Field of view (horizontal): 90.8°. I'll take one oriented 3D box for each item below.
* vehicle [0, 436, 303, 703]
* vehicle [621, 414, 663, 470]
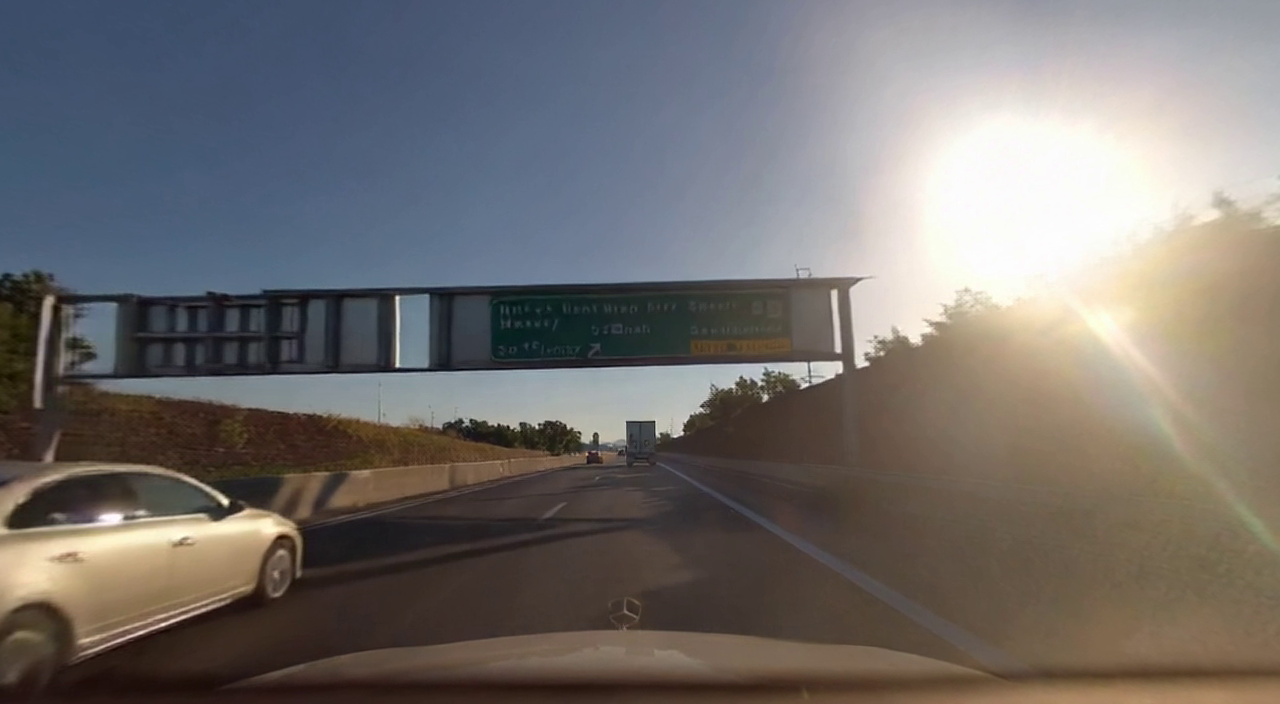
[{"bbox_3d":[-4.053,1.244,3.704,1.839,1.451,4.097,-1,-9,1],"label":"vehicle"},{"bbox_3d":[0.024,6.936,48.247,2.864,3.805,9.500,0,-9,-2],"label":"vehicle"}]
